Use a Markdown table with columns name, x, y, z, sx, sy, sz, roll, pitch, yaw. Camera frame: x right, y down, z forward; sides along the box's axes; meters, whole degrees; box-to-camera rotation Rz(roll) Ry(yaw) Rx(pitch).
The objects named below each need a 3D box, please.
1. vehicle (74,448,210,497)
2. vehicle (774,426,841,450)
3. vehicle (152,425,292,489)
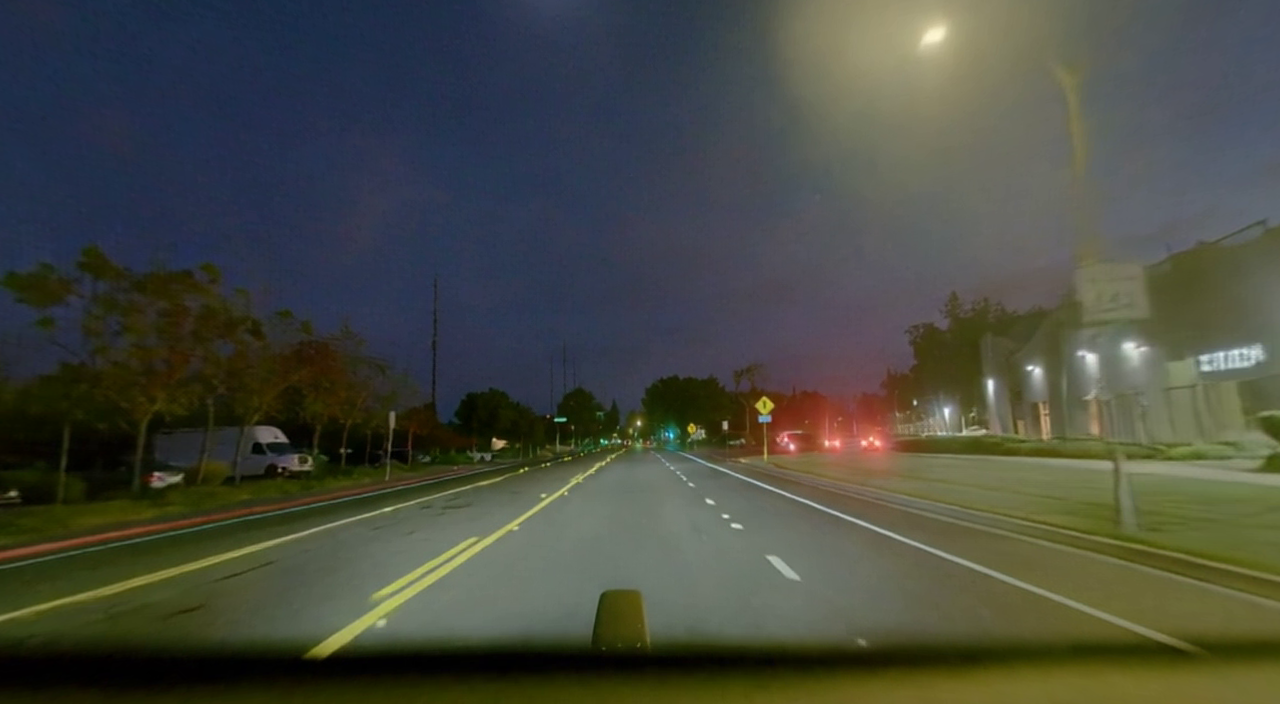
| name | x | y | z | sx | sy | sz | roll | pitch | yaw |
| --- | --- | --- | --- | --- | --- | --- | --- | --- | --- |
| vehicle | -19.118 | 4.547 | 24.246 | 4.686 | 1.716 | 2.017 | -4 | -9 | 24 |
| vehicle | 12.985 | 6.705 | 49.016 | 4.632 | 1.701 | 1.975 | -5 | -10 | 28 |
| vehicle | -19.425 | 4.844 | 29.353 | 5.971 | 2.749 | 2.293 | -4 | -9 | 23 |
